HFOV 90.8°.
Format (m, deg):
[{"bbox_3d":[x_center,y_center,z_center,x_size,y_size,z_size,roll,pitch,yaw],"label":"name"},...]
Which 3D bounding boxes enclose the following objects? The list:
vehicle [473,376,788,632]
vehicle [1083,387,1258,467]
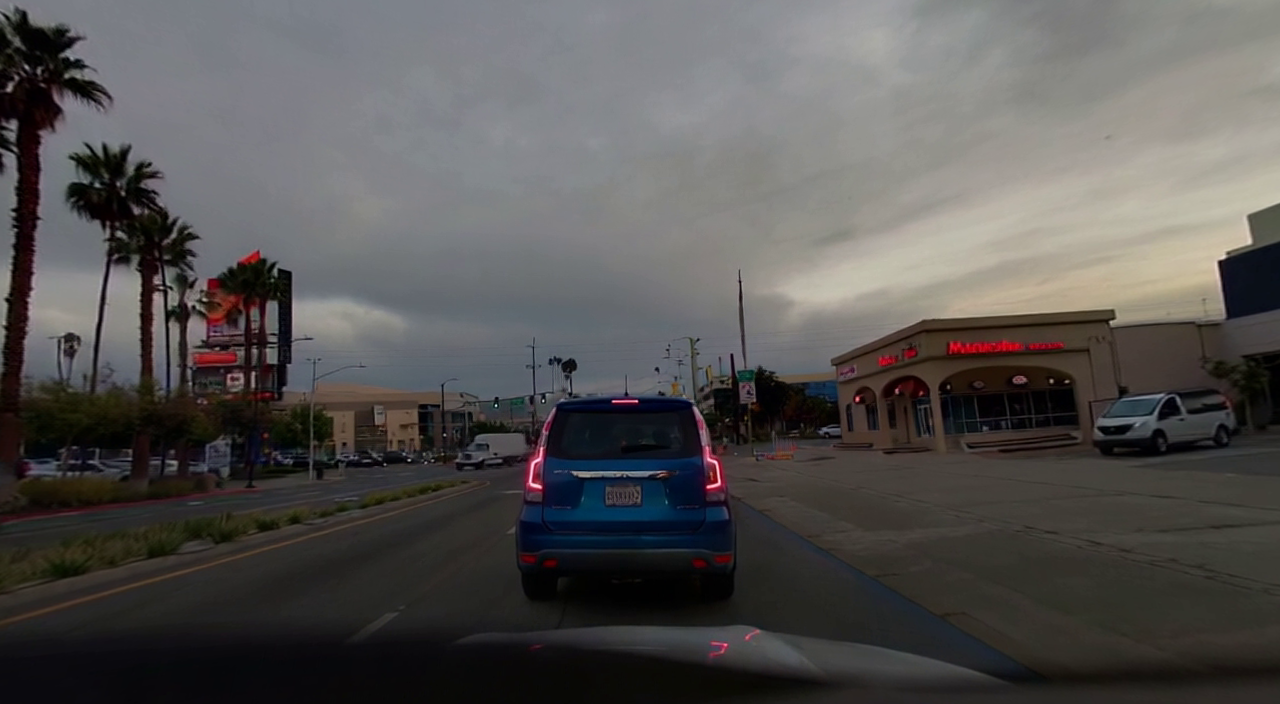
[{"bbox_3d":[-0.121,1.363,6.530,2.234,1.818,3.869,0,-8,-2],"label":"vehicle"},{"bbox_3d":[16.113,2.347,19.077,6.060,2.047,2.490,6,-11,-36],"label":"vehicle"}]
